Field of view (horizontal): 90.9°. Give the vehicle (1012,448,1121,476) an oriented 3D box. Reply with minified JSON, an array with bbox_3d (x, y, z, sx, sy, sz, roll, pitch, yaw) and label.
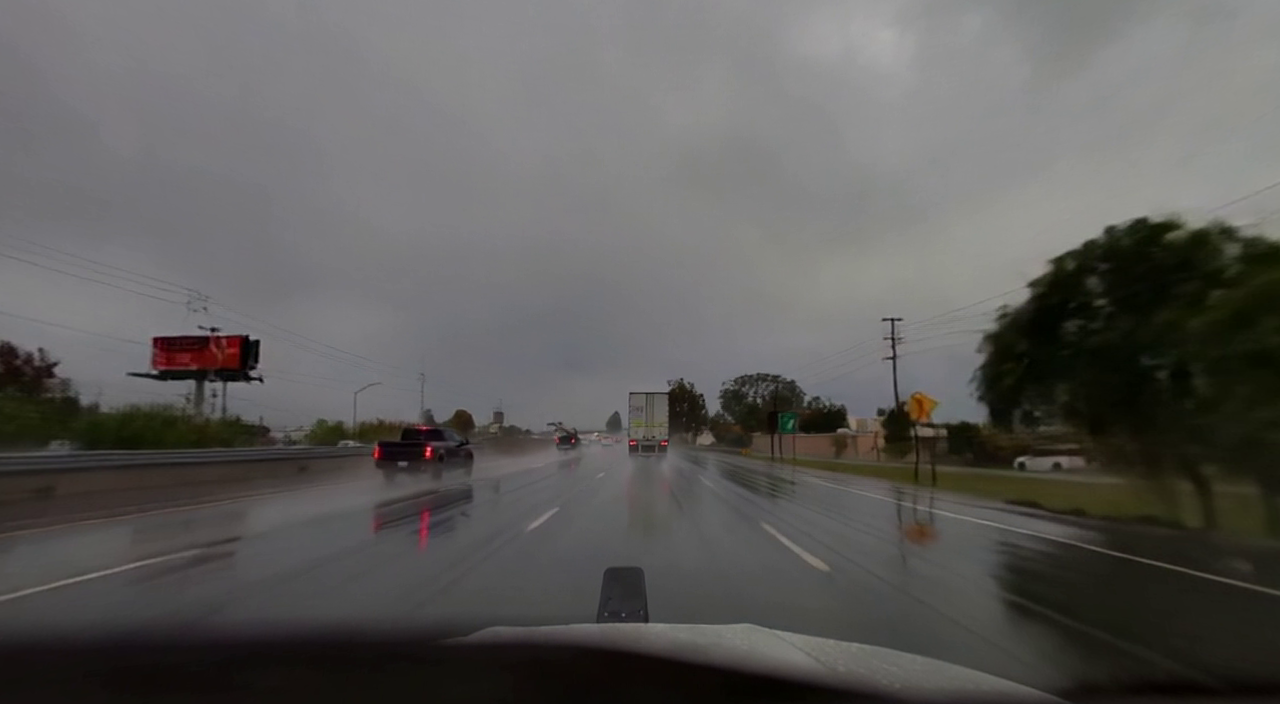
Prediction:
[{"bbox_3d":[24.478,6.298,36.416,1.757,1.437,4.897,6,-10,-25],"label":"vehicle"}]

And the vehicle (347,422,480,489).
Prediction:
[{"bbox_3d":[-6.974,3.265,20.191,2.197,1.847,5.364,0,-8,1],"label":"vehicle"}]

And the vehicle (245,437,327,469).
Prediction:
[{"bbox_3d":[-18.013,5.148,32.319,1.925,1.483,3.825,0,-8,1],"label":"vehicle"}]

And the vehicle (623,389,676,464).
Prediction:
[{"bbox_3d":[0.720,4.857,39.774,2.879,4.027,11.243,0,-8,2],"label":"vehicle"}]
